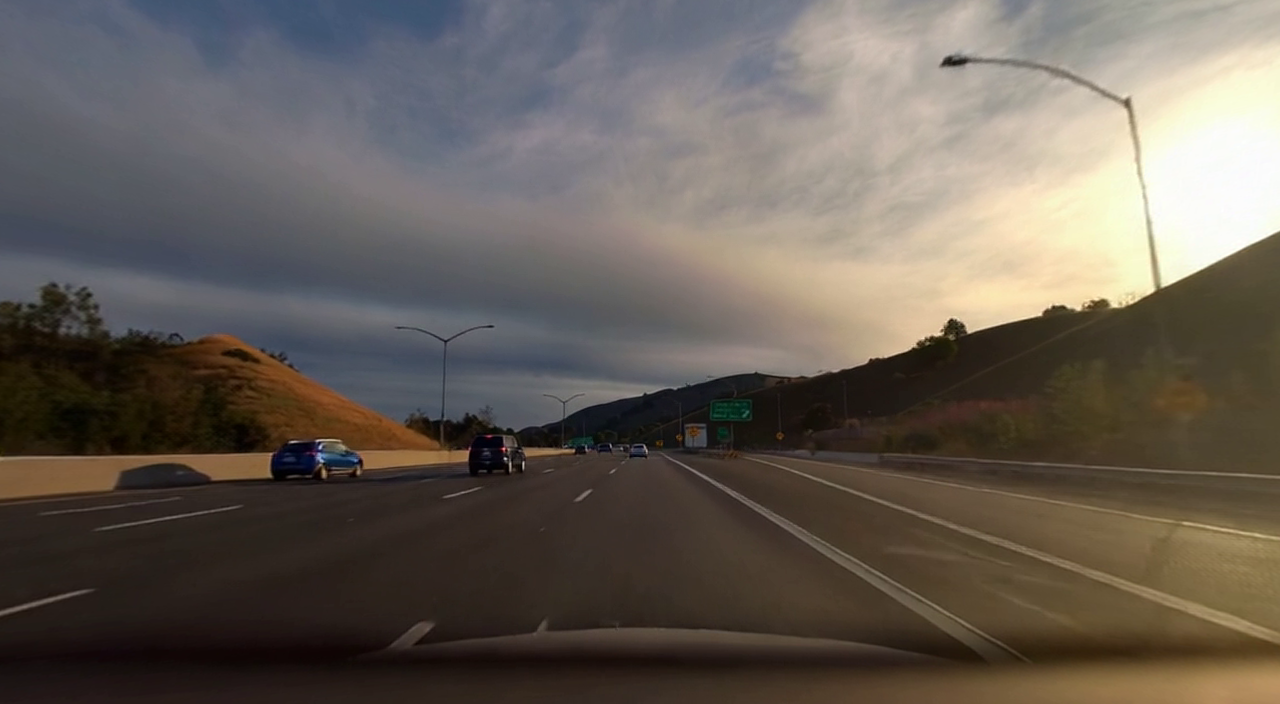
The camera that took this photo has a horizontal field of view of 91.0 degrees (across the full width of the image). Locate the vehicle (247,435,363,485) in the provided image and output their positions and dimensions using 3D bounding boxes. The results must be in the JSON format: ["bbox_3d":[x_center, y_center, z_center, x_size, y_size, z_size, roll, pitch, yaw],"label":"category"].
[{"bbox_3d":[-13.760,4.458,26.303,2.079,1.822,4.893,-1,-9,1],"label":"vehicle"}]

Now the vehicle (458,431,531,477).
[{"bbox_3d":[-6.732,4.798,29.759,2.219,1.947,4.924,-1,-9,1],"label":"vehicle"}]
